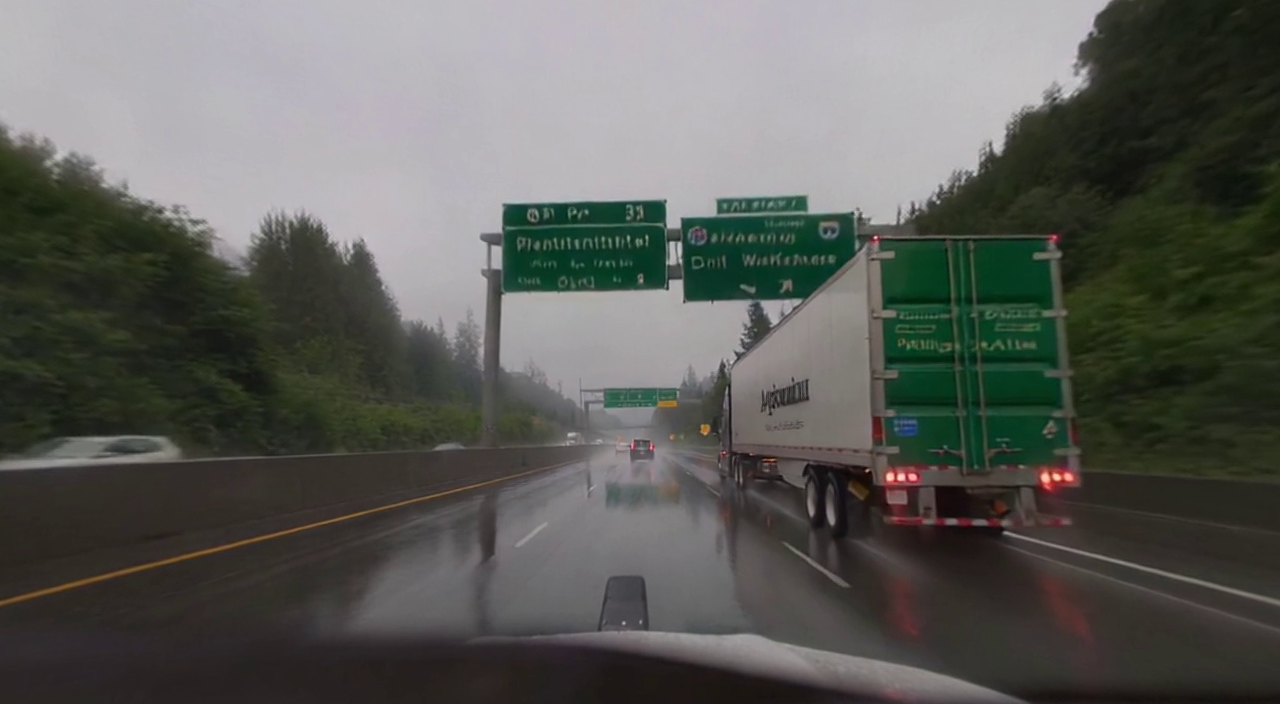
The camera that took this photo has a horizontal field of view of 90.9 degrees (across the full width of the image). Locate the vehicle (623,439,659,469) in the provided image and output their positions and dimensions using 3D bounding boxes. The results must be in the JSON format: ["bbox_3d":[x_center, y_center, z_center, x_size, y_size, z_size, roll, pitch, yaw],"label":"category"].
[{"bbox_3d":[0.065,6.151,38.196,2.067,1.690,3.901,0,-9,0],"label":"vehicle"}]

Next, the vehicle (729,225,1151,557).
[{"bbox_3d":[4.504,1.447,14.512,3.011,4.028,13.890,0,-9,0],"label":"vehicle"}]

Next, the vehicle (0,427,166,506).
[{"bbox_3d":[-15.295,2.947,16.607,1.894,1.765,4.604,0,-9,1],"label":"vehicle"}]
